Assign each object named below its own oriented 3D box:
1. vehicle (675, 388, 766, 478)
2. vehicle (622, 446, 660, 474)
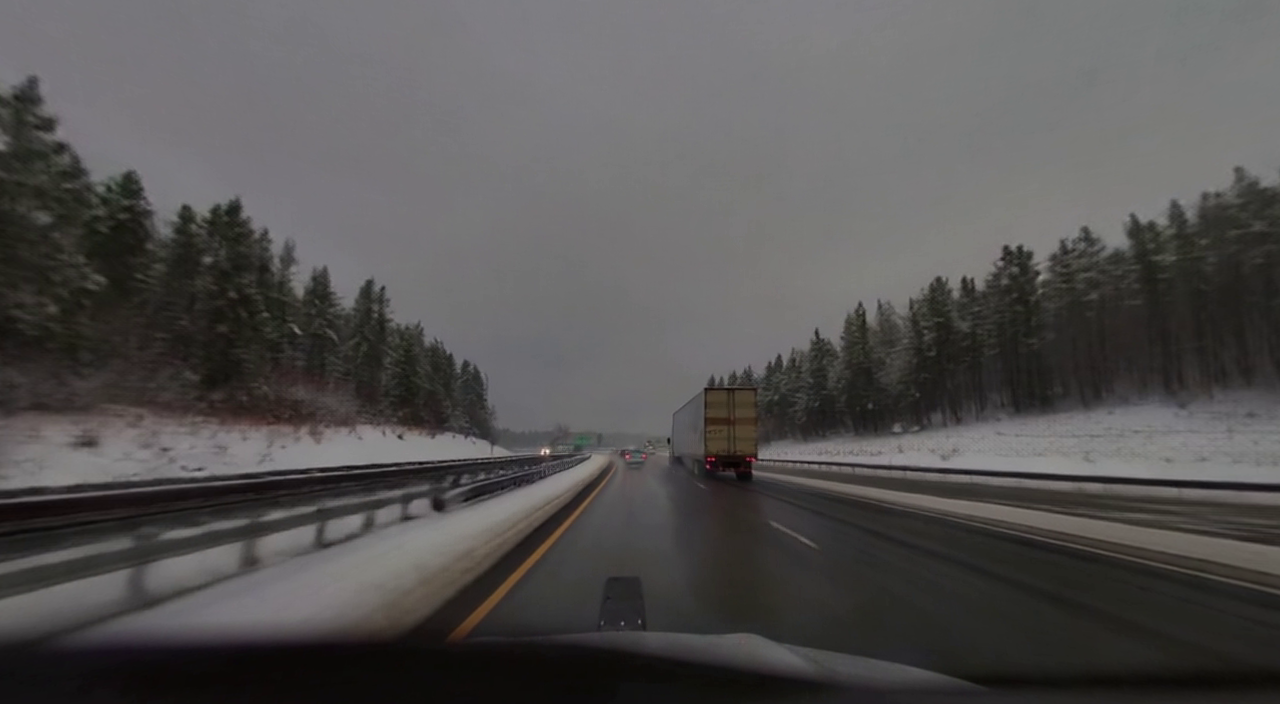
[{"bbox_3d":[4.038,4.811,35.849,2.883,4.057,14.579,0,-9,-1],"label":"vehicle"},{"bbox_3d":[0.012,6.264,36.720,2.051,1.513,4.511,0,-9,-2],"label":"vehicle"}]
